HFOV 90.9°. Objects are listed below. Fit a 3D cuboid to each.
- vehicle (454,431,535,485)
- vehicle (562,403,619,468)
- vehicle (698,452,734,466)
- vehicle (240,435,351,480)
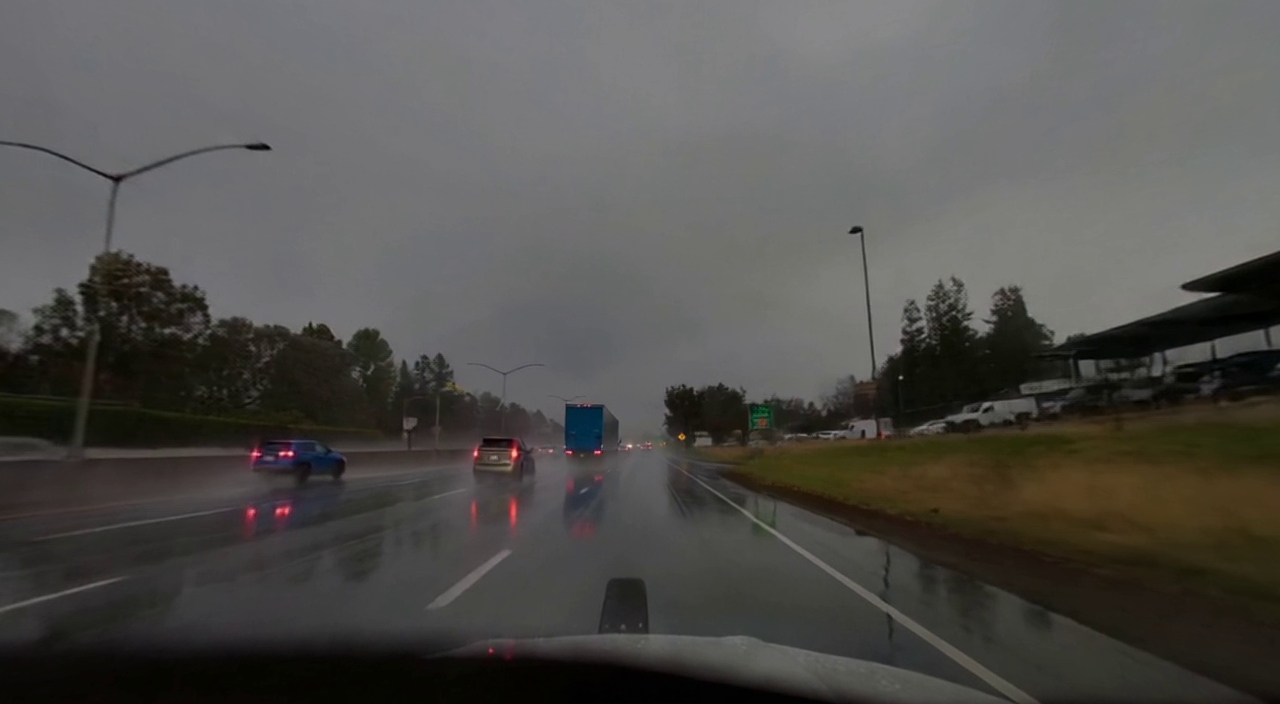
[{"bbox_3d":[-5.404,3.986,24.032,2.058,1.840,4.443,0,-8,-1],"label":"vehicle"},{"bbox_3d":[-3.292,6.125,45.657,2.905,4.037,12.921,0,-8,1],"label":"vehicle"},{"bbox_3d":[5.795,8.220,48.645,2.295,0.969,3.132,0,-8,-2],"label":"vehicle"},{"bbox_3d":[-14.173,4.365,26.298,1.997,1.695,4.492,0,-8,1],"label":"vehicle"}]
